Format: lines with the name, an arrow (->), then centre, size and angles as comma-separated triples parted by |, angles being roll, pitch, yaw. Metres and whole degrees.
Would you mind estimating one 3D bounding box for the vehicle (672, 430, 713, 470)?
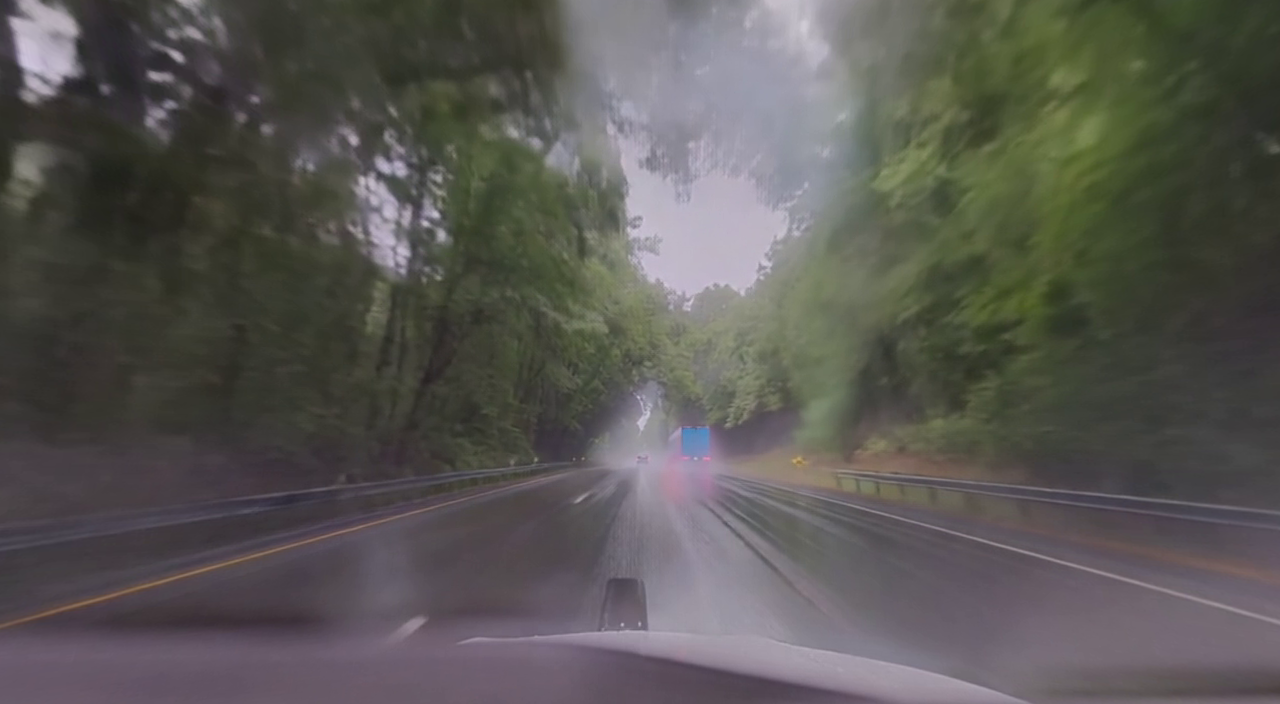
vehicle -> 3.858, 7.426, 47.519 | 2.572, 2.795, 5.978 | 0, -9, -1
